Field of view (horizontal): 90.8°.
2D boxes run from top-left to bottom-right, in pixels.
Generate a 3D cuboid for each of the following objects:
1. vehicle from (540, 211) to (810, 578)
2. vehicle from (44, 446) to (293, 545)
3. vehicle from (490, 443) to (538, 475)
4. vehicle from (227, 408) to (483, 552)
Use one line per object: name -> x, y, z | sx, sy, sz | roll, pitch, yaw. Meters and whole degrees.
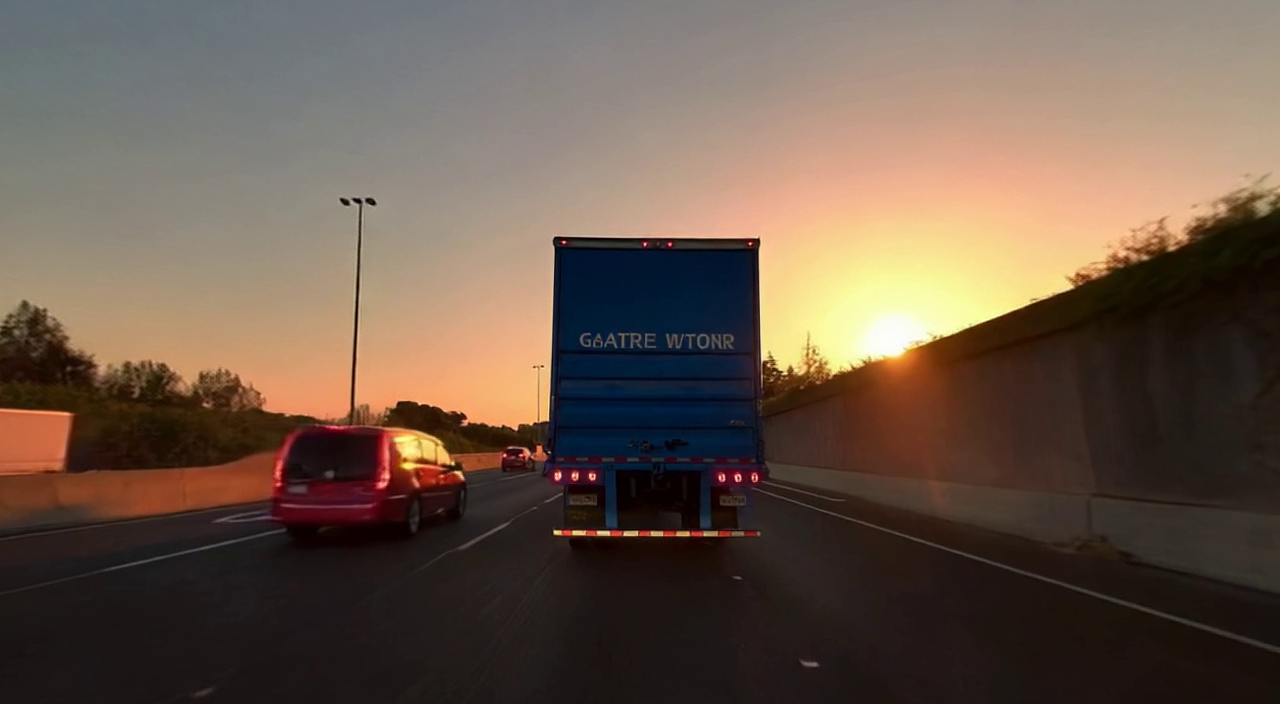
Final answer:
vehicle -> 0.479, 1.216, 12.193 | 2.853, 4.054, 10.557 | 0, -9, 1
vehicle -> -8.207, 2.482, 11.454 | 1.828, 1.502, 3.385 | 0, -9, 1
vehicle -> -8.613, 7.376, 43.652 | 2.174, 2.059, 5.314 | 0, -9, 0
vehicle -> -4.631, 2.193, 11.417 | 2.293, 2.015, 4.915 | 0, -9, 0
